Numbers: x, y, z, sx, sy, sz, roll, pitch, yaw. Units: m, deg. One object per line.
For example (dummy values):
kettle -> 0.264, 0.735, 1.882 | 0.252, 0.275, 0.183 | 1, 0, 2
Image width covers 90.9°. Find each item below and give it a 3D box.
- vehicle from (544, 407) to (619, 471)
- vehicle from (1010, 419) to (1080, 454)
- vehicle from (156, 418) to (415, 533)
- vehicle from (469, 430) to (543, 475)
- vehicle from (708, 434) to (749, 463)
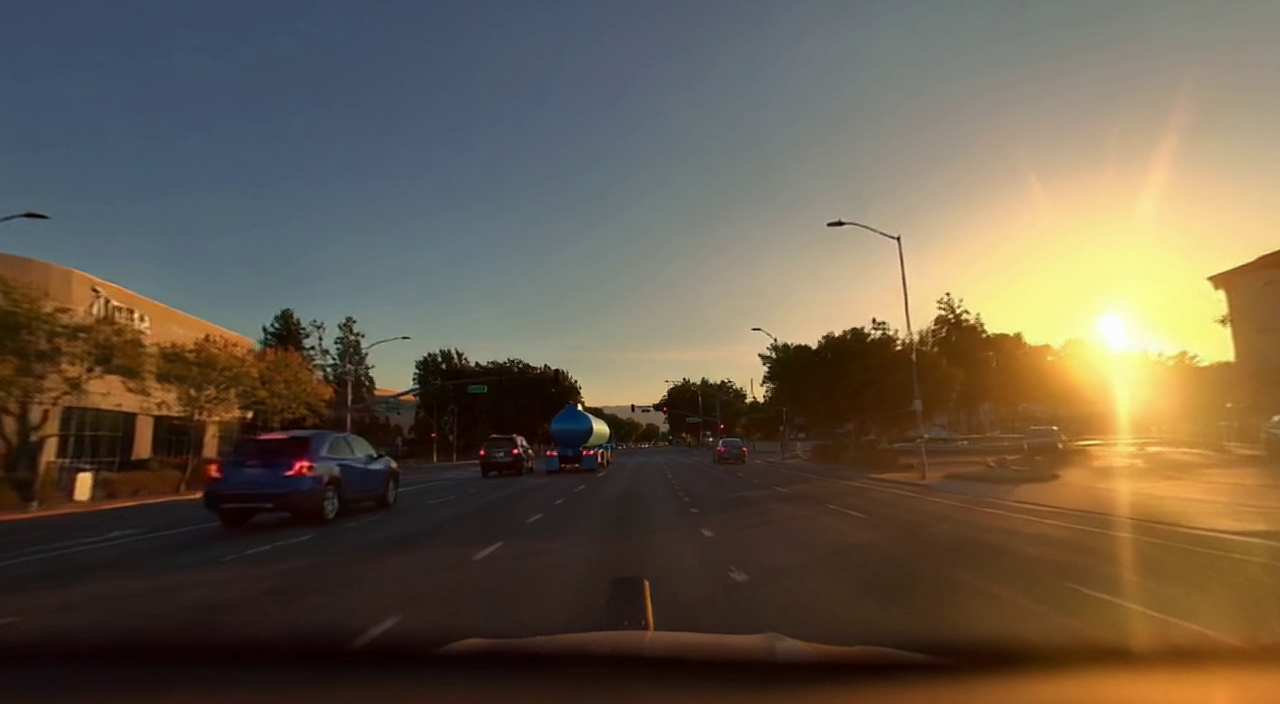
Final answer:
vehicle -> -2.983, 5.160, 37.023 | 2.841, 3.004, 14.901 | 0, -8, 1
vehicle -> 23.441, 4.912, 36.388 | 2.380, 1.890, 5.620 | -7, -11, 41
vehicle -> -6.314, 2.245, 12.098 | 2.179, 1.750, 4.621 | 0, -8, 1
vehicle -> -6.421, 4.907, 30.954 | 2.375, 1.989, 5.497 | 0, -8, 1
vehicle -> 6.097, 6.728, 43.975 | 2.093, 1.926, 4.749 | 0, -8, -2
